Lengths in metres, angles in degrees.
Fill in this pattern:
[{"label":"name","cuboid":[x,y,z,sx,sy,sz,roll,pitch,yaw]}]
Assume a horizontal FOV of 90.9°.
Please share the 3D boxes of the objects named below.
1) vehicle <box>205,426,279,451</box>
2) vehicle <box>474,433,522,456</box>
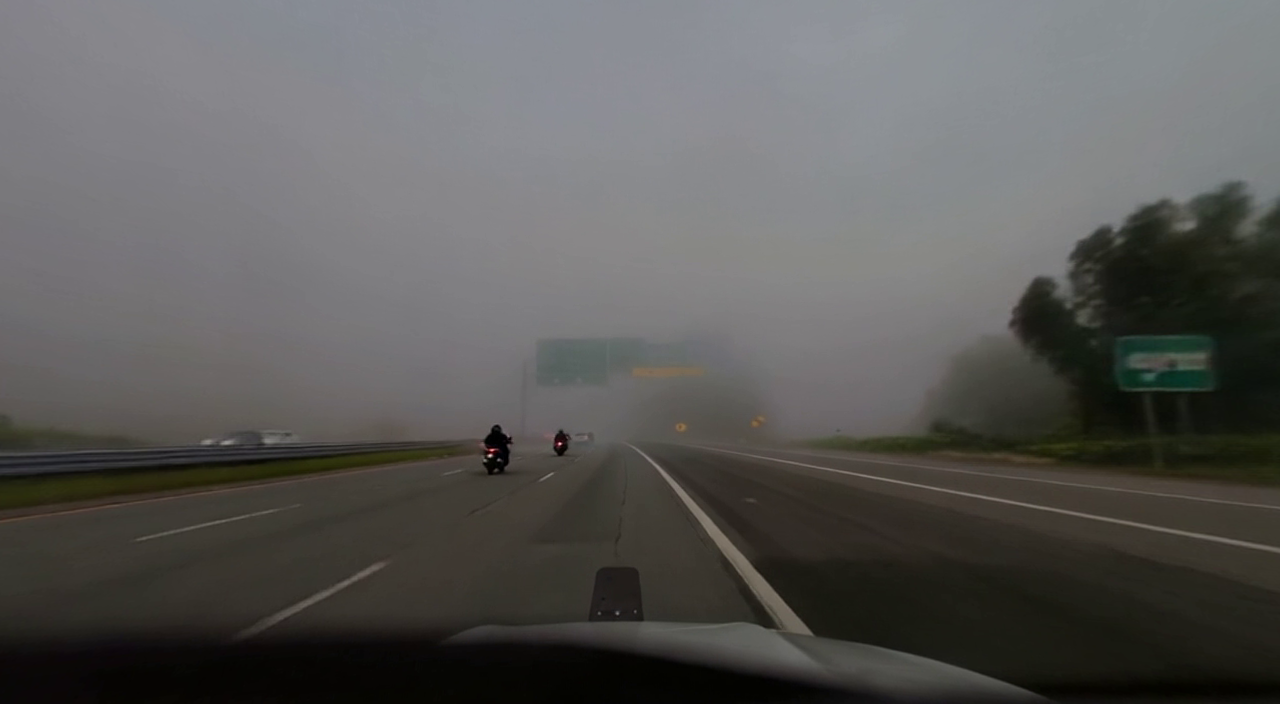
[{"label":"vehicle","cuboid":[-24.602,5.368,39.145,1.849,1.465,4.363,0,-7,-2]},{"label":"vehicle","cuboid":[-9.152,5.998,41.010,2.053,1.409,4.704,0,-7,0]}]
